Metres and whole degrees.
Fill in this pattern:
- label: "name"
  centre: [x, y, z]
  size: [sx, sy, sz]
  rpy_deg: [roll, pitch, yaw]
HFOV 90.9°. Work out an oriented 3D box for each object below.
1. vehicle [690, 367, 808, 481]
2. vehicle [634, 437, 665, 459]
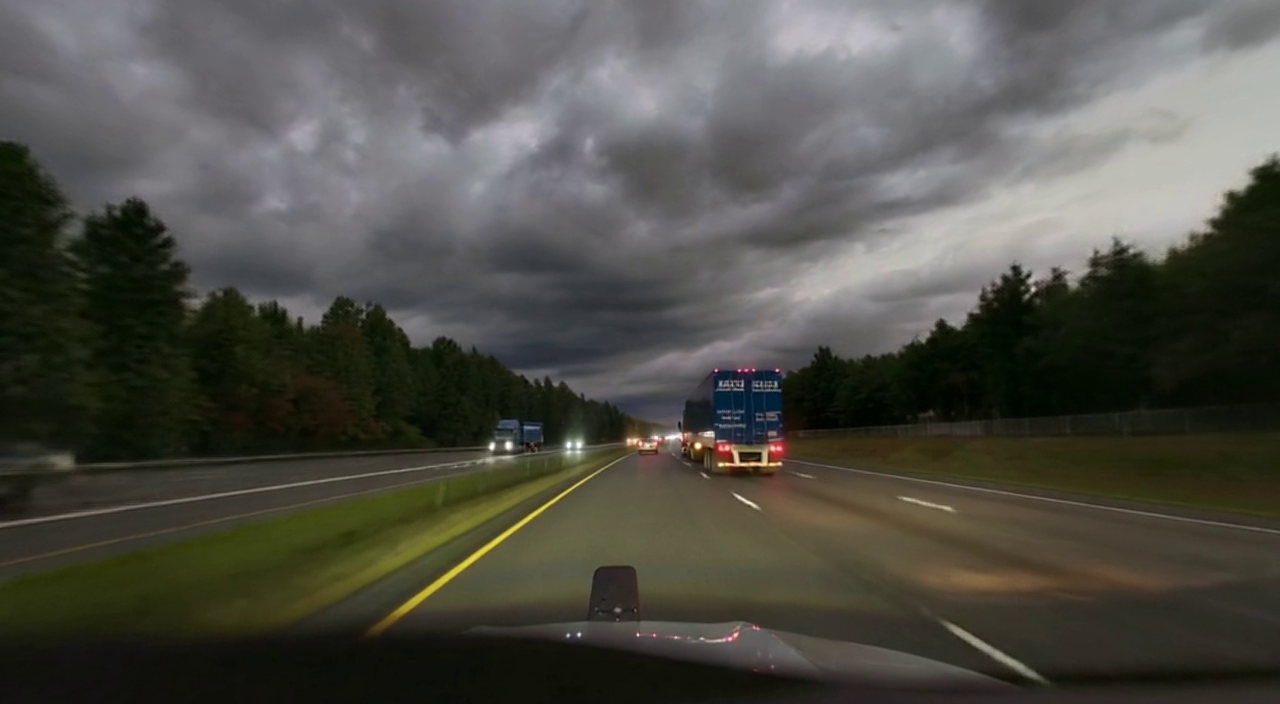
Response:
- label: "vehicle"
  centre: [4.410, 3.455, 29.381]
  size: [3.171, 4.072, 13.784]
  rpy_deg: [0, -8, 0]
- label: "vehicle"
  centre: [0.713, 7.079, 46.650]
  size: [2.209, 1.499, 4.144]
  rpy_deg: [0, -8, 1]
